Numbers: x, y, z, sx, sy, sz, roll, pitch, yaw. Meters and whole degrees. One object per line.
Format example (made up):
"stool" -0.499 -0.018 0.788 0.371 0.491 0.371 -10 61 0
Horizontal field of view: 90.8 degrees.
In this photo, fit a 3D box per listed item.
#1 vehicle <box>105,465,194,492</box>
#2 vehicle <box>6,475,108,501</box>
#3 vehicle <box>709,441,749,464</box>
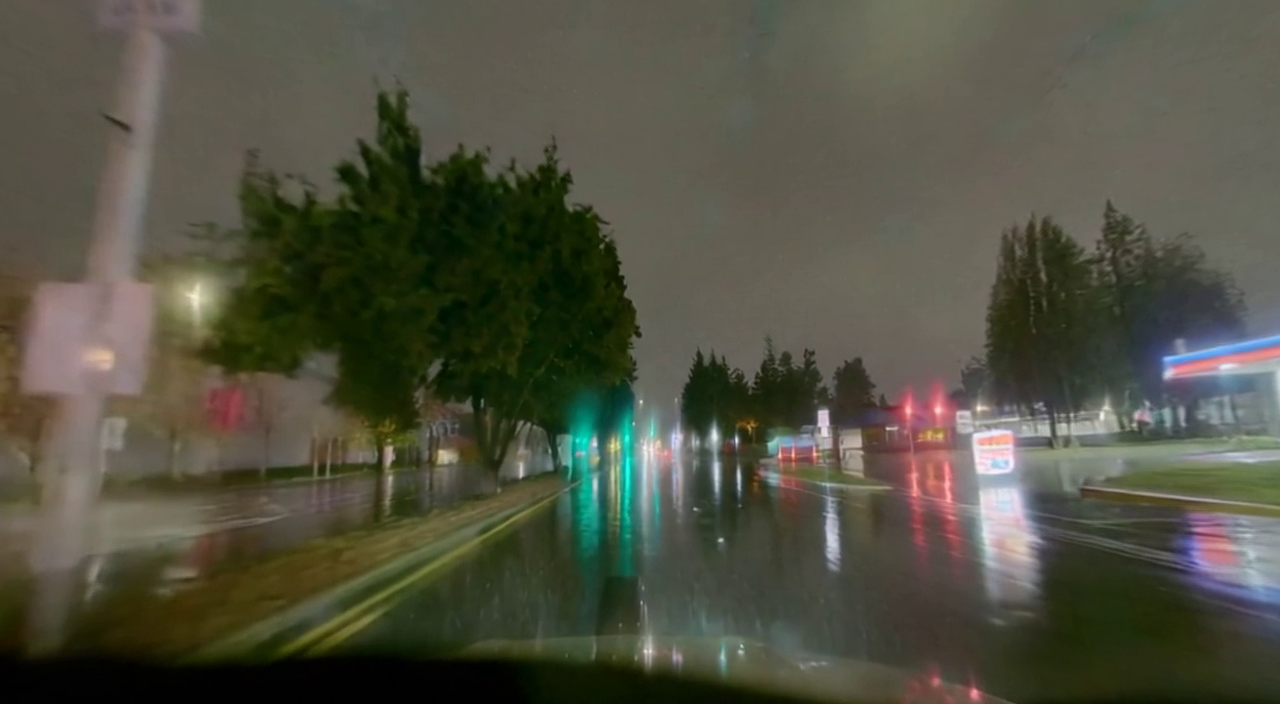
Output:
"vehicle" -34.660 8.921 44.689 4.935 1.755 1.918 -1 -8 8
"vehicle" -36.290 8.451 39.365 4.646 1.463 1.995 -1 -8 7
"vehicle" 6.248 7.132 44.871 1.990 1.508 4.426 0 -8 -2
